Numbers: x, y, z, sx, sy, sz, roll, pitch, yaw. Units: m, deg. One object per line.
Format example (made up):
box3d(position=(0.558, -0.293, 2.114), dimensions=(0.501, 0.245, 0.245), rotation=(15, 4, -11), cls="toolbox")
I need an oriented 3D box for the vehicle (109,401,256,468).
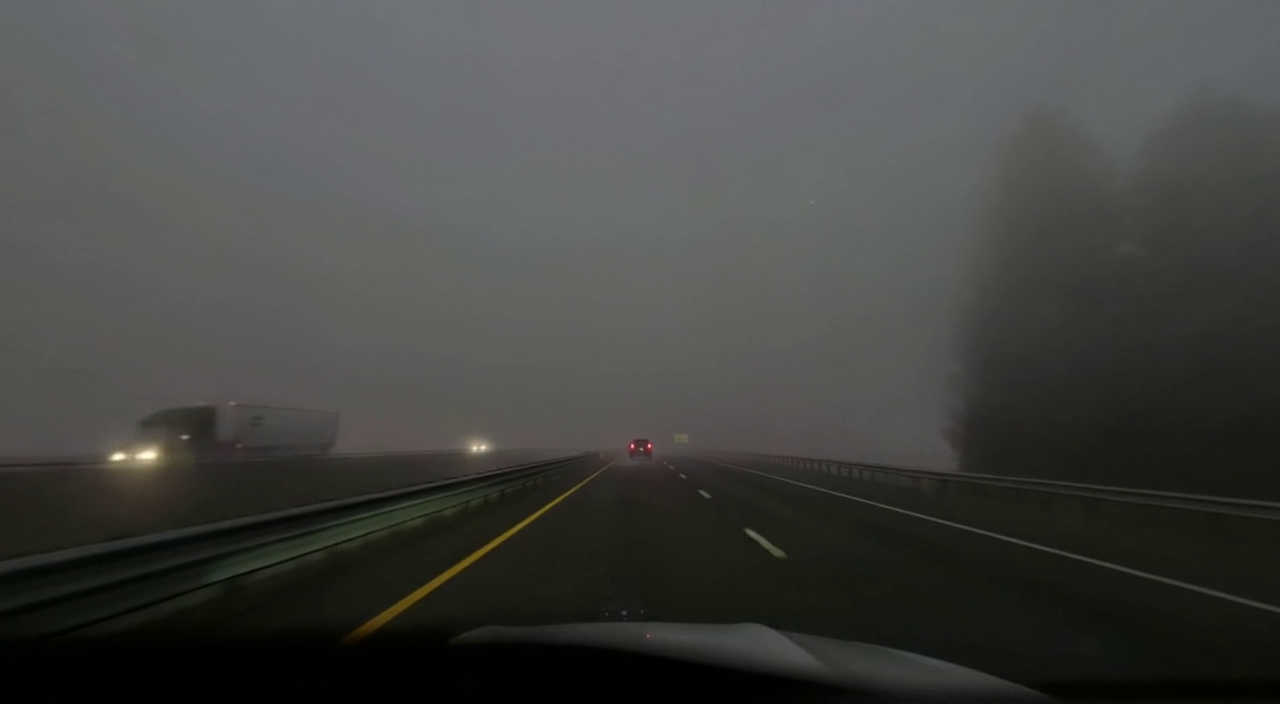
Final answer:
box3d(position=(-29.831, 5.538, 41.803), dimensions=(3.398, 3.998, 8.267), rotation=(0, -8, 0), cls="vehicle")
